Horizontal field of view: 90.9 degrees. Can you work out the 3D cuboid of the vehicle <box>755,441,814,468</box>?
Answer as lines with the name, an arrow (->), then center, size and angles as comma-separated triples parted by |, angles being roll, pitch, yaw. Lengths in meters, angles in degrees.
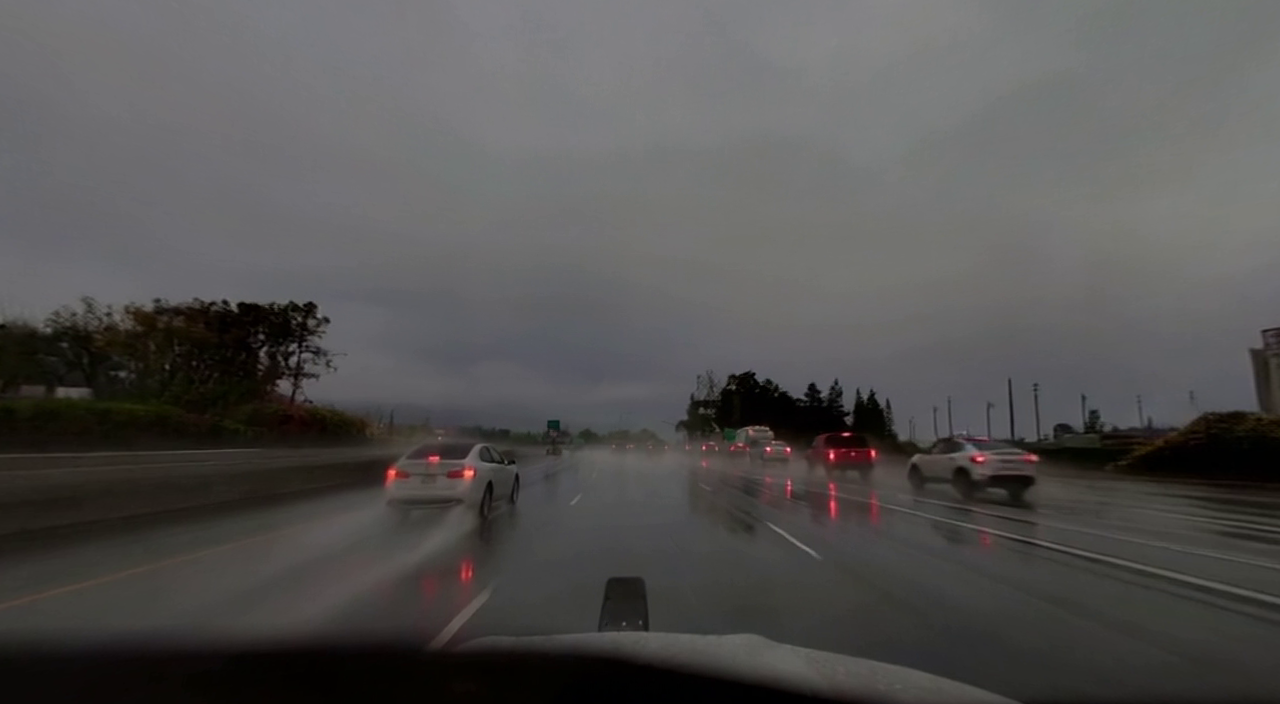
vehicle -> 8.459, 6.042, 37.428 | 2.052, 1.468, 5.333 | 0, -8, -2

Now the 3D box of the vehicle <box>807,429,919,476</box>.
vehicle -> 8.587, 3.942, 25.001 | 2.345, 1.637, 5.558 | 0, -8, -1

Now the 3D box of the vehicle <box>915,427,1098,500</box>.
vehicle -> 8.992, 2.765, 16.021 | 1.957, 1.584, 4.272 | 0, -8, -2

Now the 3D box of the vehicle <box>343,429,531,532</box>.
vehicle -> -3.464, 2.275, 11.755 | 2.109, 1.536, 4.174 | 0, -8, 0
